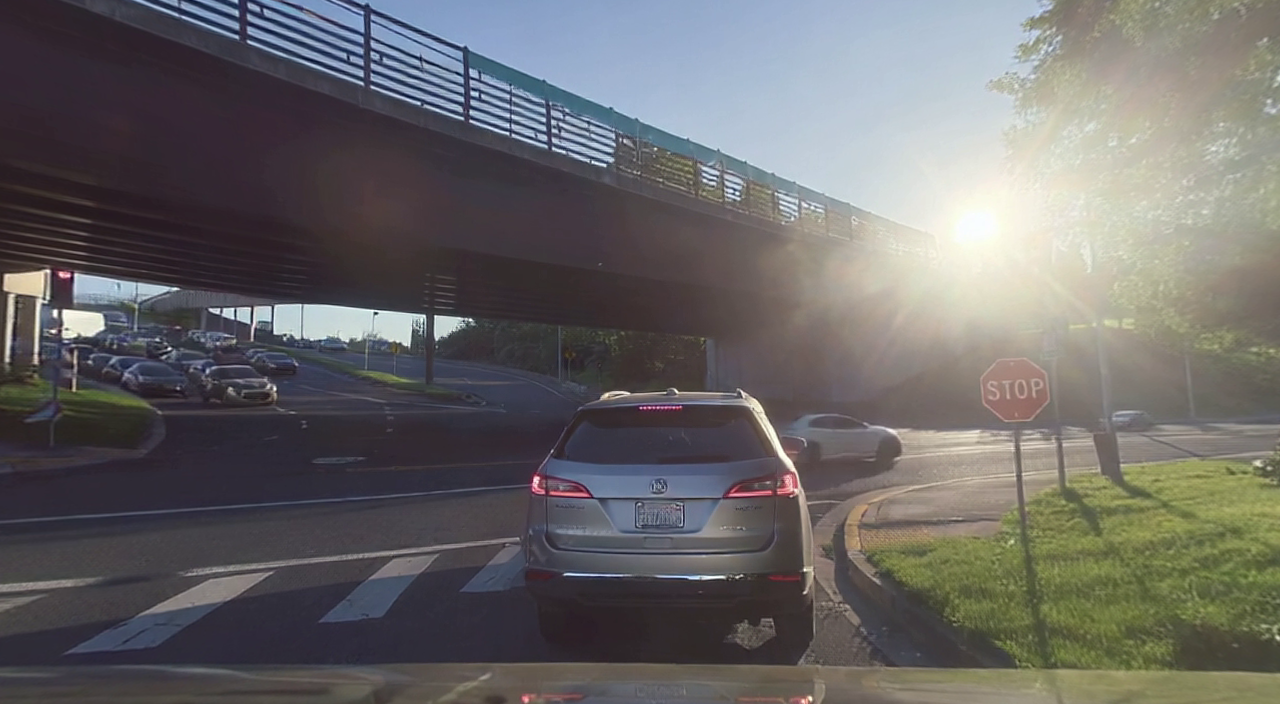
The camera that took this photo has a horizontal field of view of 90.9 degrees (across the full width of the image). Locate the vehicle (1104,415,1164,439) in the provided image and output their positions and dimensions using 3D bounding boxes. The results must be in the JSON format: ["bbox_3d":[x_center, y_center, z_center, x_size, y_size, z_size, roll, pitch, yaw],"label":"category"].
[{"bbox_3d":[38.705,5.900,49.419,4.557,1.712,1.913,5,-10,-29],"label":"vehicle"}]

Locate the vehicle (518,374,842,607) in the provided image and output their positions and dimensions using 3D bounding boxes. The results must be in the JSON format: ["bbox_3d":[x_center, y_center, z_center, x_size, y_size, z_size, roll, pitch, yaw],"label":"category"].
[{"bbox_3d":[0.306,1.398,7.139,2.494,1.804,4.336,0,-9,0],"label":"vehicle"}]
